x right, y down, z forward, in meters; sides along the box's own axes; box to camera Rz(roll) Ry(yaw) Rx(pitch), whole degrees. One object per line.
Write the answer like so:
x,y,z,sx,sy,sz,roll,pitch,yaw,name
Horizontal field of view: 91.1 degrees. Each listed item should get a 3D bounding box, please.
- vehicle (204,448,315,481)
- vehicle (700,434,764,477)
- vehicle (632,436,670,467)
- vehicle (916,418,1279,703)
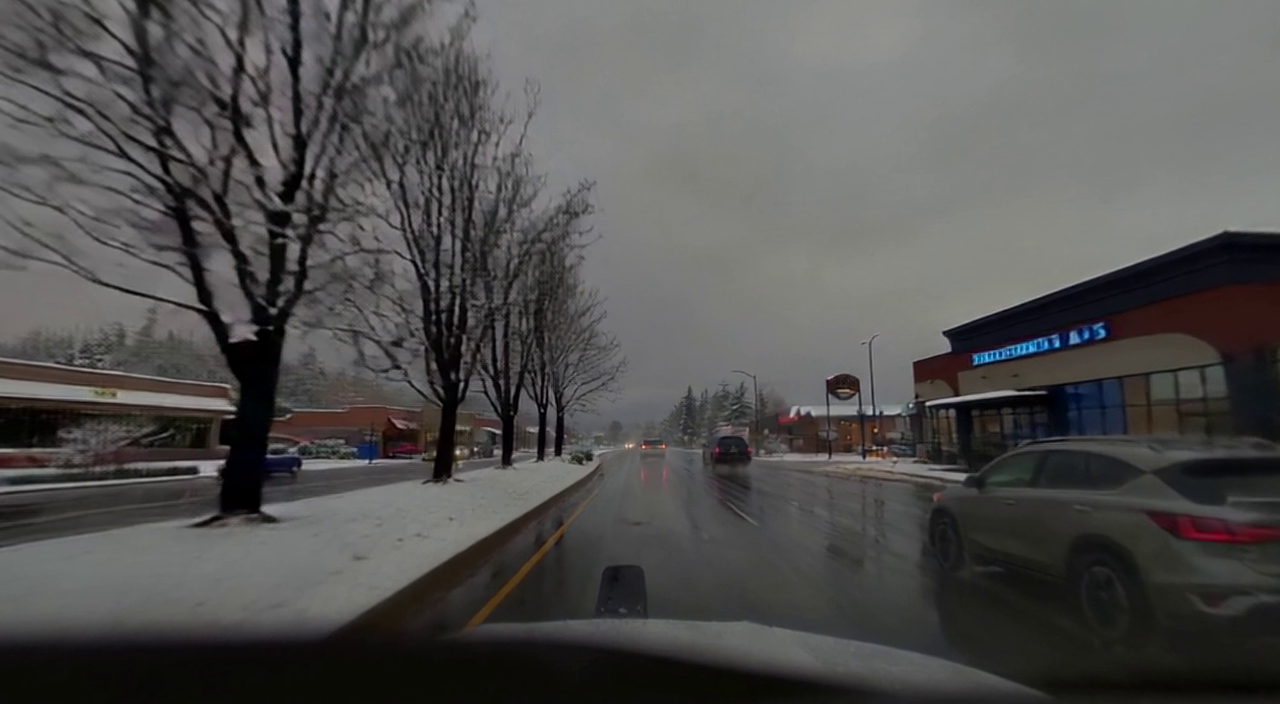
-18.828,5.569,31.437,2.280,1.489,5.106,0,-8,1,vehicle
3.930,4.489,27.502,2.115,1.692,4.189,0,-8,-1,vehicle
0.601,5.788,36.555,2.098,1.682,3.778,0,-8,0,vehicle
3.981,1.290,4.603,1.908,1.463,4.506,0,-8,1,vehicle
